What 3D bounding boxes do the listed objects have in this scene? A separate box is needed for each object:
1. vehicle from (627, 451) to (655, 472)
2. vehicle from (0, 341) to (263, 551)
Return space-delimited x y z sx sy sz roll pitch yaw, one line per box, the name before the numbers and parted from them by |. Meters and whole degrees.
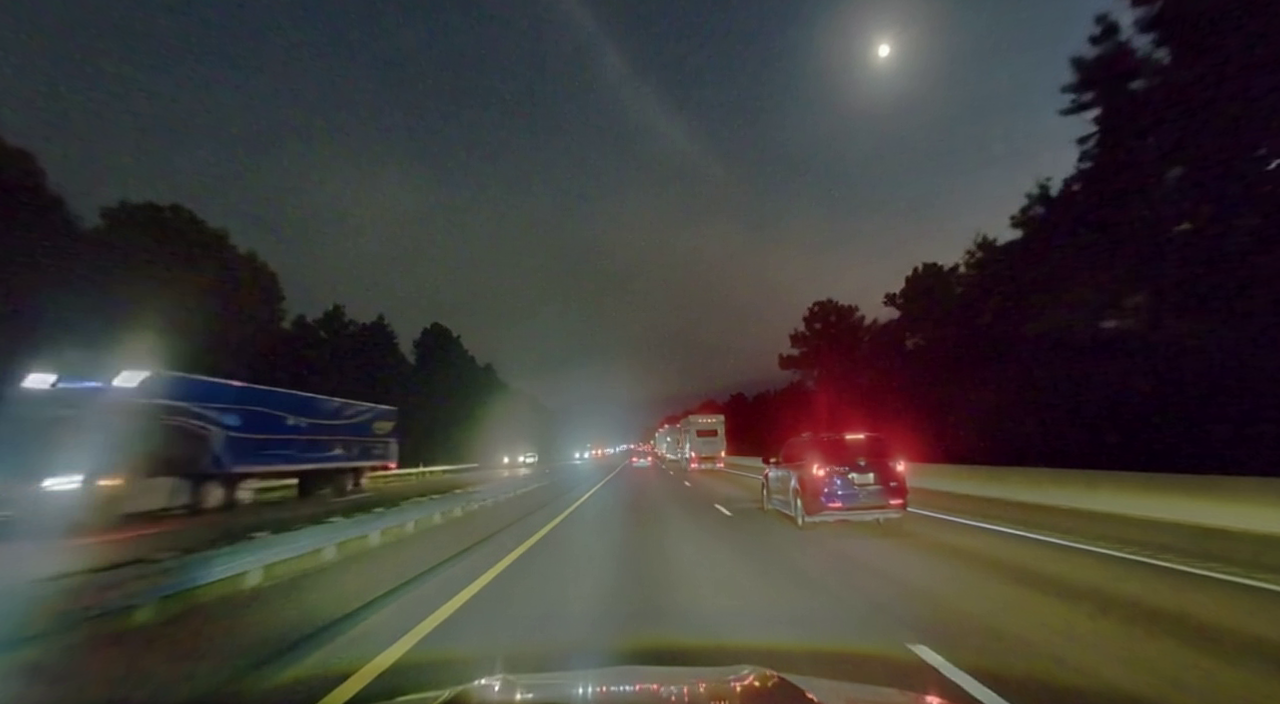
vehicle | 0.078 7.751 44.832 1.926 1.386 3.615 0 -9 0
vehicle | -12.504 2.212 14.955 3.069 3.904 6.259 0 -9 0
